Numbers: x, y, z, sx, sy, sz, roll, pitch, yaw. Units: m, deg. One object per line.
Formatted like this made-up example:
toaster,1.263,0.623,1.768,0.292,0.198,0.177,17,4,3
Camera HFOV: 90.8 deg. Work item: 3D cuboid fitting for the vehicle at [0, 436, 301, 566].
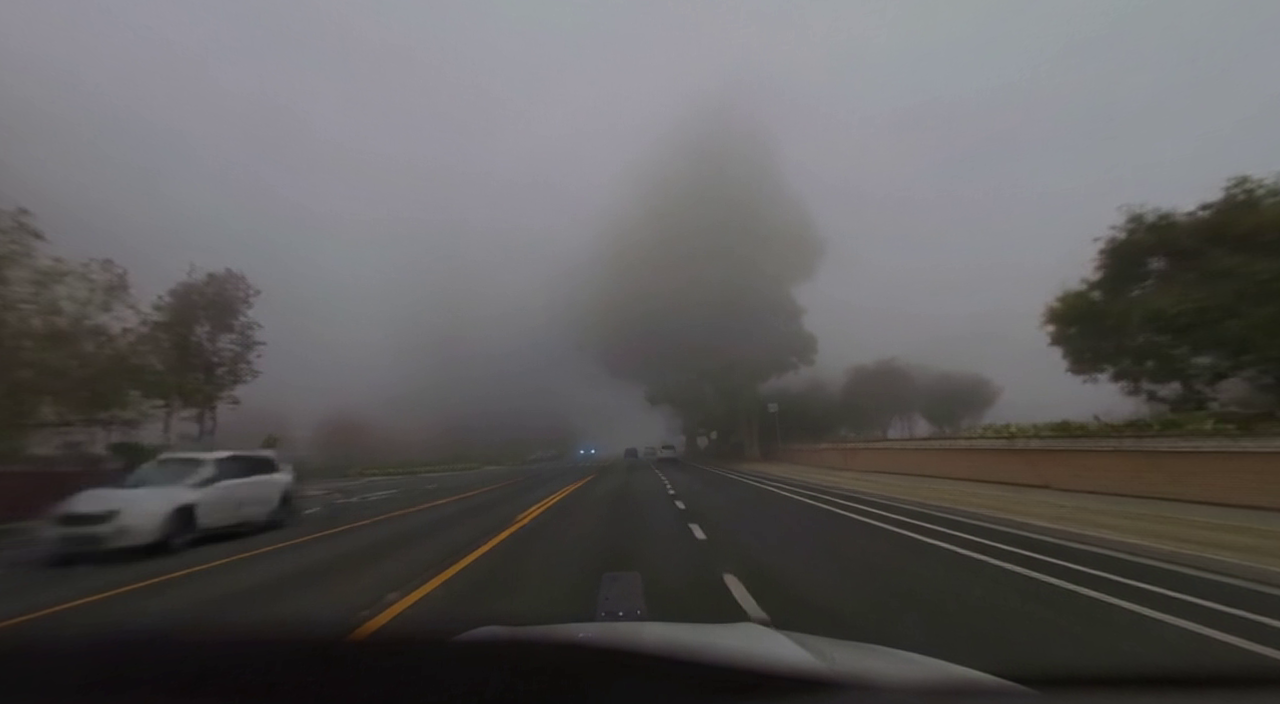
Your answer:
vehicle,-8.109,2.342,10.792,2.053,1.713,4.618,0,-9,0
